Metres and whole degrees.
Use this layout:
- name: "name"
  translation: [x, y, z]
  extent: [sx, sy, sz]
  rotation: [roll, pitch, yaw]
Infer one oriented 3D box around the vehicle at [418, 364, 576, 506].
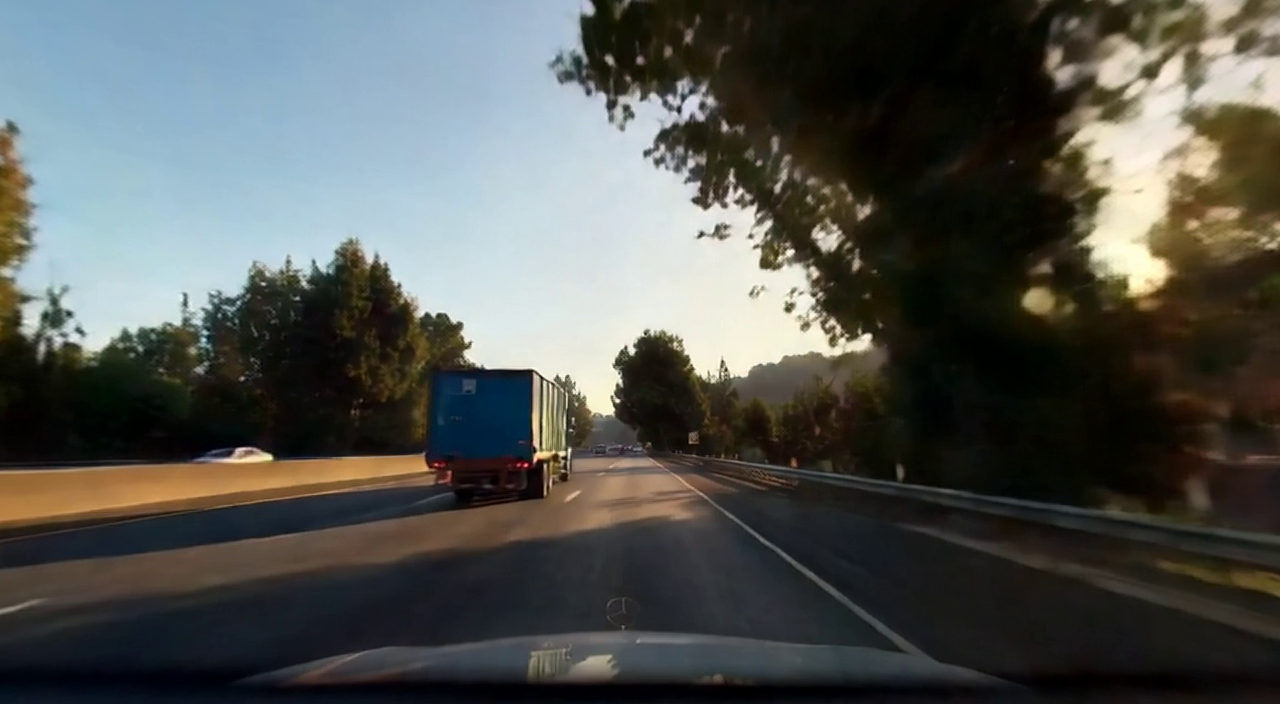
- name: "vehicle"
  translation: [-3.747, 2.532, 18.955]
  extent: [2.874, 3.309, 8.208]
  rotation: [0, -8, -1]
